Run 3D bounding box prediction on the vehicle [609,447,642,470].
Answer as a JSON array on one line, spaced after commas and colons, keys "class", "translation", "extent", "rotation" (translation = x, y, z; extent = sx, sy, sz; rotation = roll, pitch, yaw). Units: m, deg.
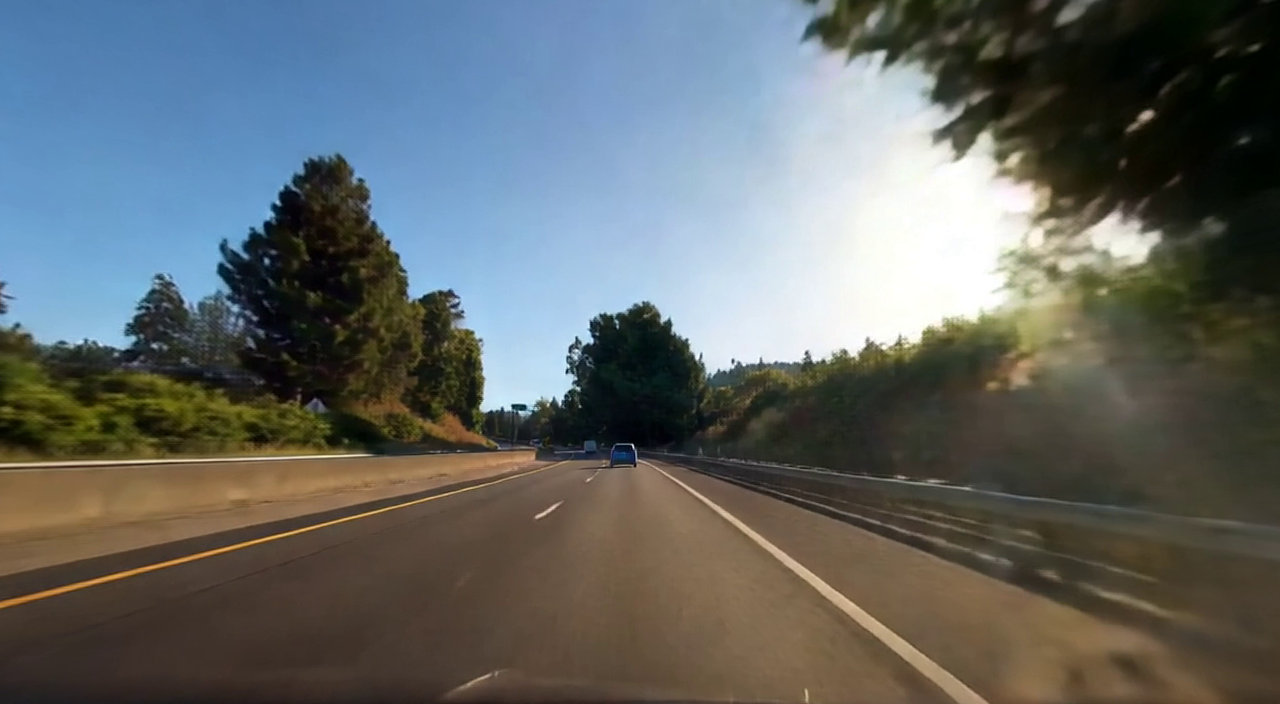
[{"class": "vehicle", "translation": [-1.008, 7.187, 42.684], "extent": [2.126, 1.411, 4.433], "rotation": [0, -9, -1]}]
